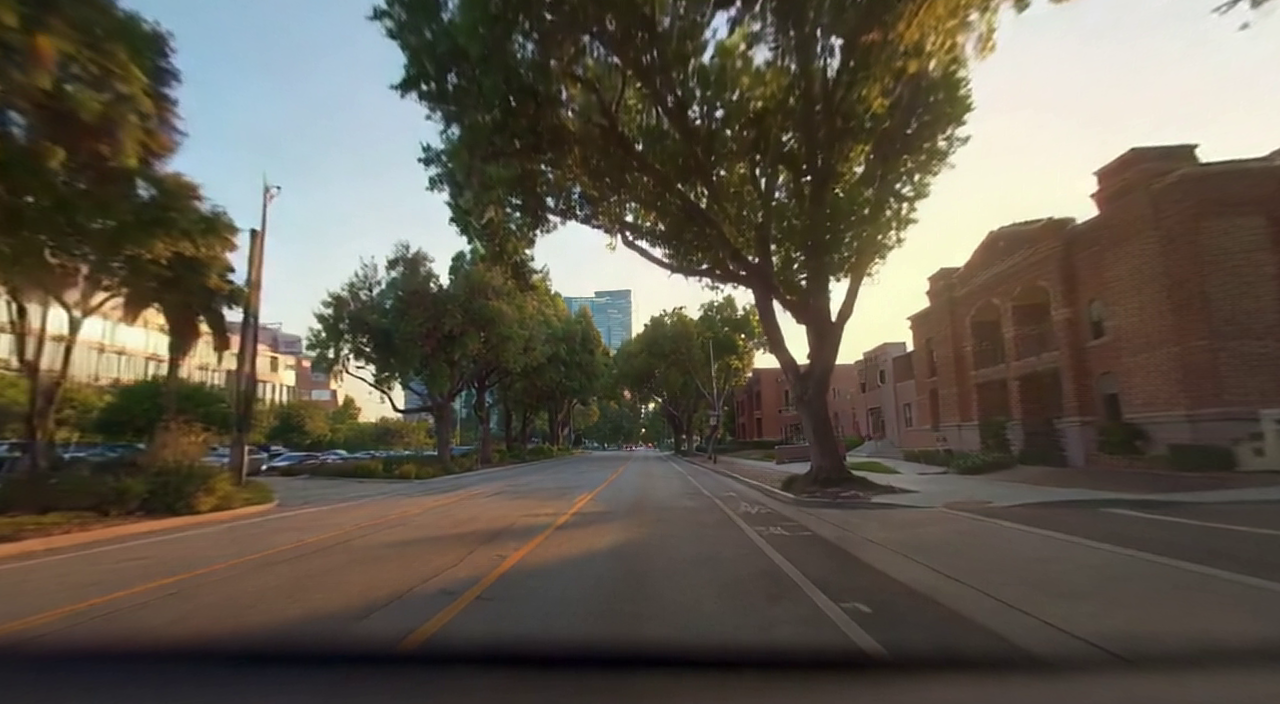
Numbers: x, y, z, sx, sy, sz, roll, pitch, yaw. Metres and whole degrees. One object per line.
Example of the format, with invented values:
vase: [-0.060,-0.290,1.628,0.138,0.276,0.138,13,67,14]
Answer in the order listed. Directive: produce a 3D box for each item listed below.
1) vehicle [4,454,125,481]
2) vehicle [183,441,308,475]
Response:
vehicle: [-32.874,6.587,36.121,4.704,1.448,2.199,0,-9,-2]
vehicle: [-19.084,5.151,30.636,4.699,1.558,2.113,0,-10,4]
